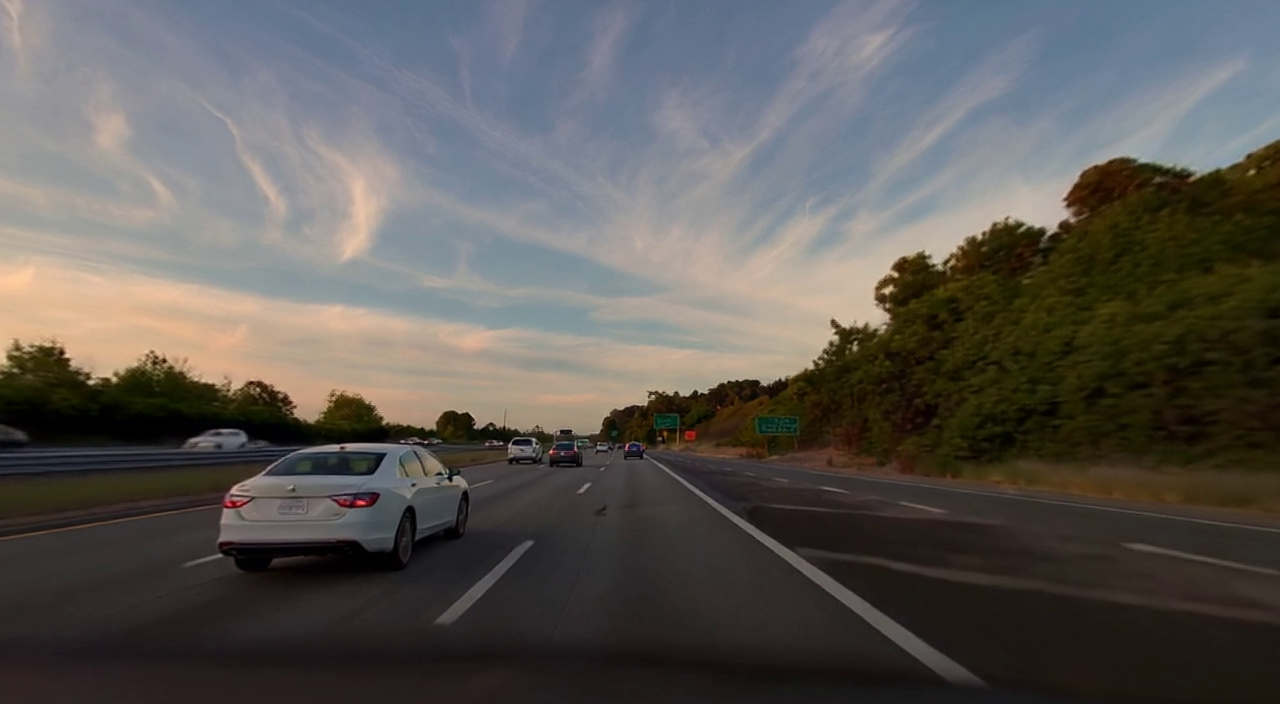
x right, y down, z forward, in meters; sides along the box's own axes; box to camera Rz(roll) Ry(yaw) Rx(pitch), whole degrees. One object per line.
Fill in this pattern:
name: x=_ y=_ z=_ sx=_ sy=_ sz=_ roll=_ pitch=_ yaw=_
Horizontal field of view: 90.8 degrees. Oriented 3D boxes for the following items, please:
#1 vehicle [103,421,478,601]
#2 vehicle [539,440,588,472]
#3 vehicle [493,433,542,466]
vehicle: x=-3.536 y=1.675 z=7.628 sx=2.025 sy=1.506 sz=4.429 roll=0 pitch=-8 yaw=-1
vehicle: x=-3.845 y=5.299 z=32.441 sx=2.068 sy=1.501 sz=4.395 roll=0 pitch=-8 yaw=-1
vehicle: x=-7.835 y=6.285 z=40.837 sx=2.171 sy=1.982 sz=5.246 roll=0 pitch=-8 yaw=-1
